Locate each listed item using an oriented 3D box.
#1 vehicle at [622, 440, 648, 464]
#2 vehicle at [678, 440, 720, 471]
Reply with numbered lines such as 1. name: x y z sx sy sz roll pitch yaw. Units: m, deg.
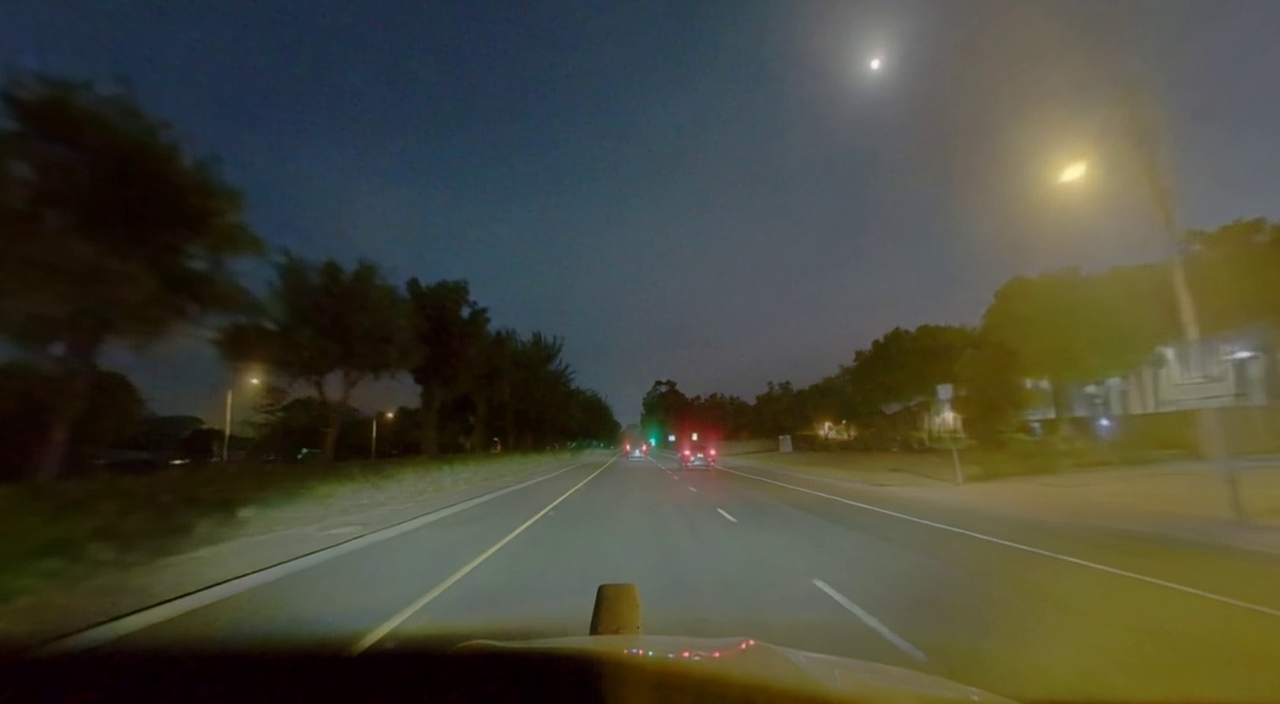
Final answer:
1. vehicle: -0.417 7.877 49.944 1.925 1.799 4.257 0 -8 -1
2. vehicle: 3.296 5.910 36.150 1.888 1.640 4.044 0 -8 -2
